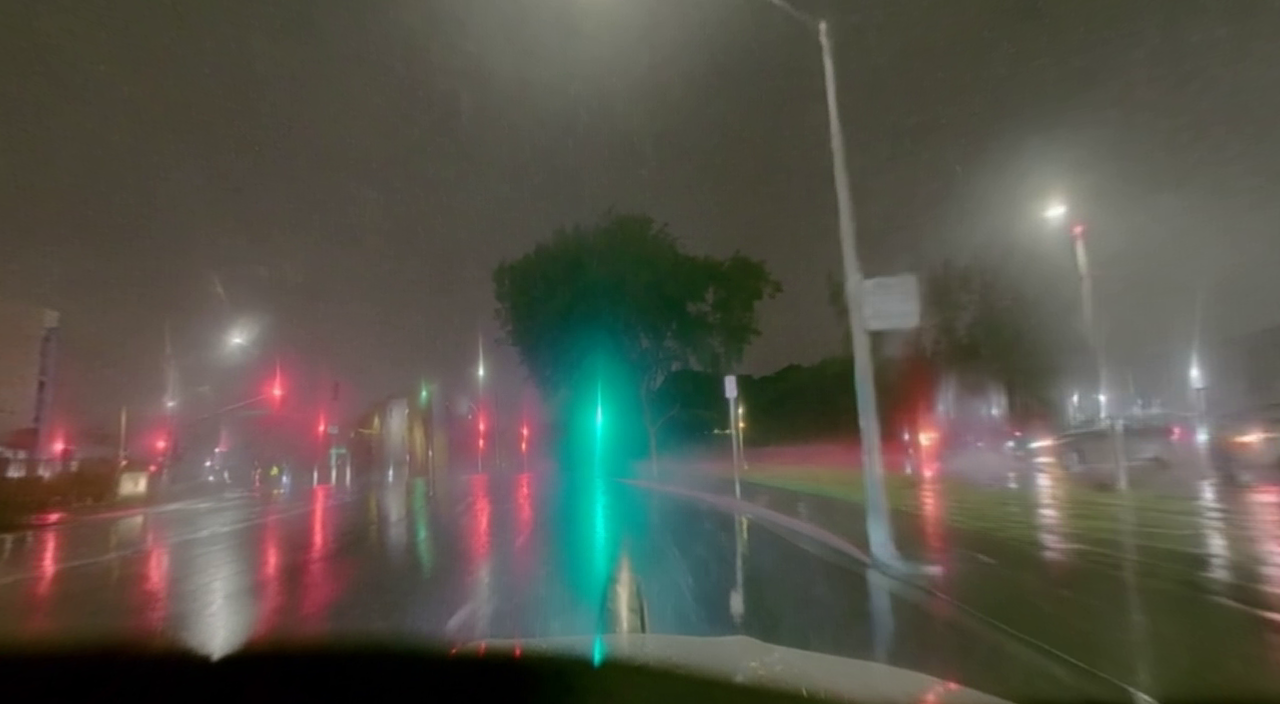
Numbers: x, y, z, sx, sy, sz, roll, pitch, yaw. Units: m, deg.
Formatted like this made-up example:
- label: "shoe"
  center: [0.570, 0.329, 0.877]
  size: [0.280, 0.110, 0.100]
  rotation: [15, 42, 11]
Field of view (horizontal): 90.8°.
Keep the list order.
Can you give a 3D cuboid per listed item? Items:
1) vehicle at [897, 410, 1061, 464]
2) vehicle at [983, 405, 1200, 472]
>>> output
- label: "vehicle"
  center: [11.309, 2.886, 21.247]
  size: [4.441, 1.654, 2.044]
  rotation: [2, -9, -9]
- label: "vehicle"
  center: [11.727, 2.300, 16.574]
  size: [4.400, 1.584, 1.964]
  rotation: [2, -9, -9]
